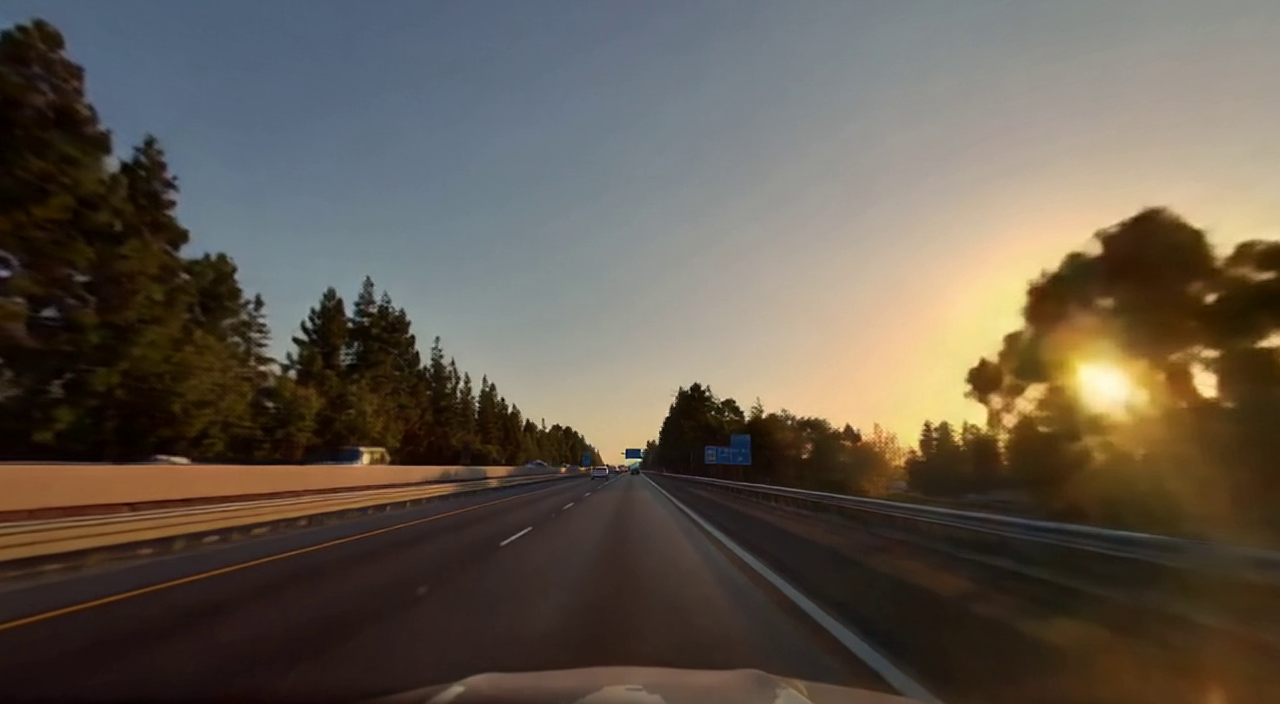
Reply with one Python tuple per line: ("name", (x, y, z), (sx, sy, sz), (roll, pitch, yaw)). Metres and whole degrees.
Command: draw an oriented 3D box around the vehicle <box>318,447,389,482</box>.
("vehicle", (-17.159, 6.802, 38.052), (2.024, 1.908, 4.774), (1, -10, 0))
